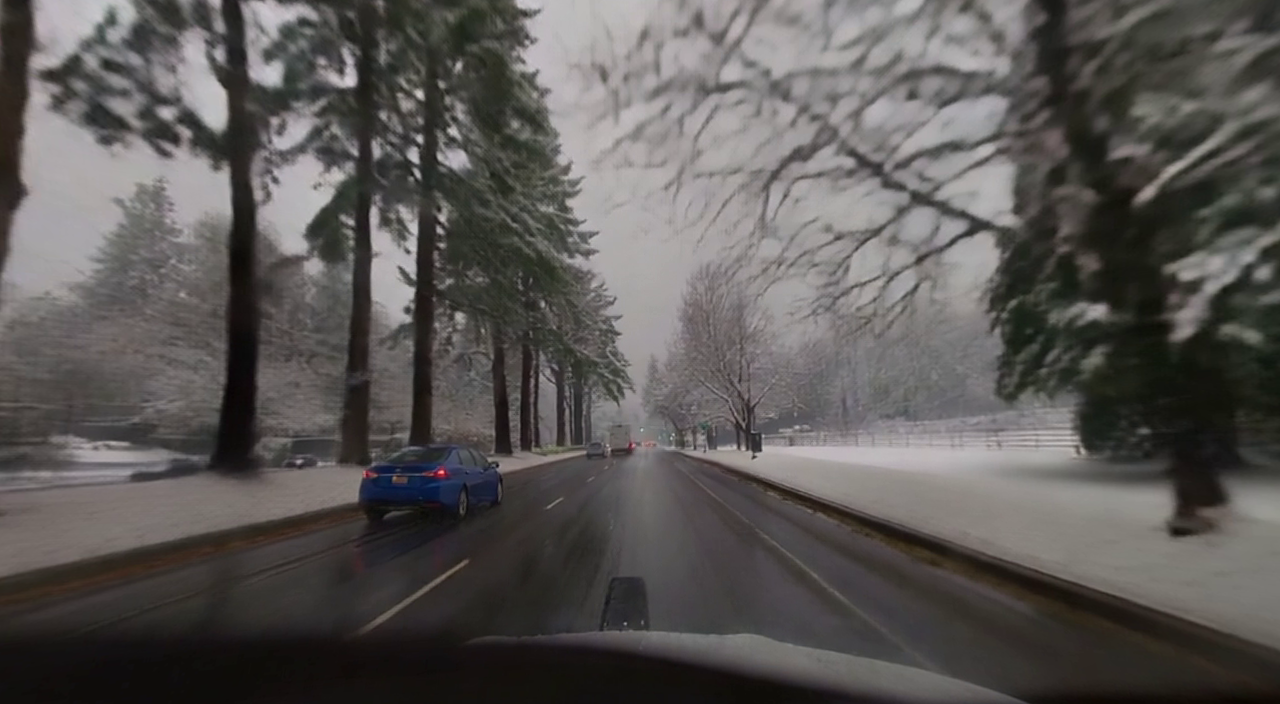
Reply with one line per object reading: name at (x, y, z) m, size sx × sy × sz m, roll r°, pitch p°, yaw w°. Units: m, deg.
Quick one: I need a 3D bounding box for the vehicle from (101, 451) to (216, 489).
vehicle at (-22.366, 5.465, 29.493) m, size 2.054 × 1.551 × 4.166 m, roll 0°, pitch -8°, yaw 0°

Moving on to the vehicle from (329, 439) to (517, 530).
vehicle at (-3.964, 2.492, 12.509) m, size 2.033 × 1.454 × 4.512 m, roll 0°, pitch -8°, yaw 1°

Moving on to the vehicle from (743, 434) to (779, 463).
vehicle at (7.429, 5.966, 38.923) m, size 1.594 × 1.688 × 2.861 m, roll -1°, pitch -9°, yaw 0°
